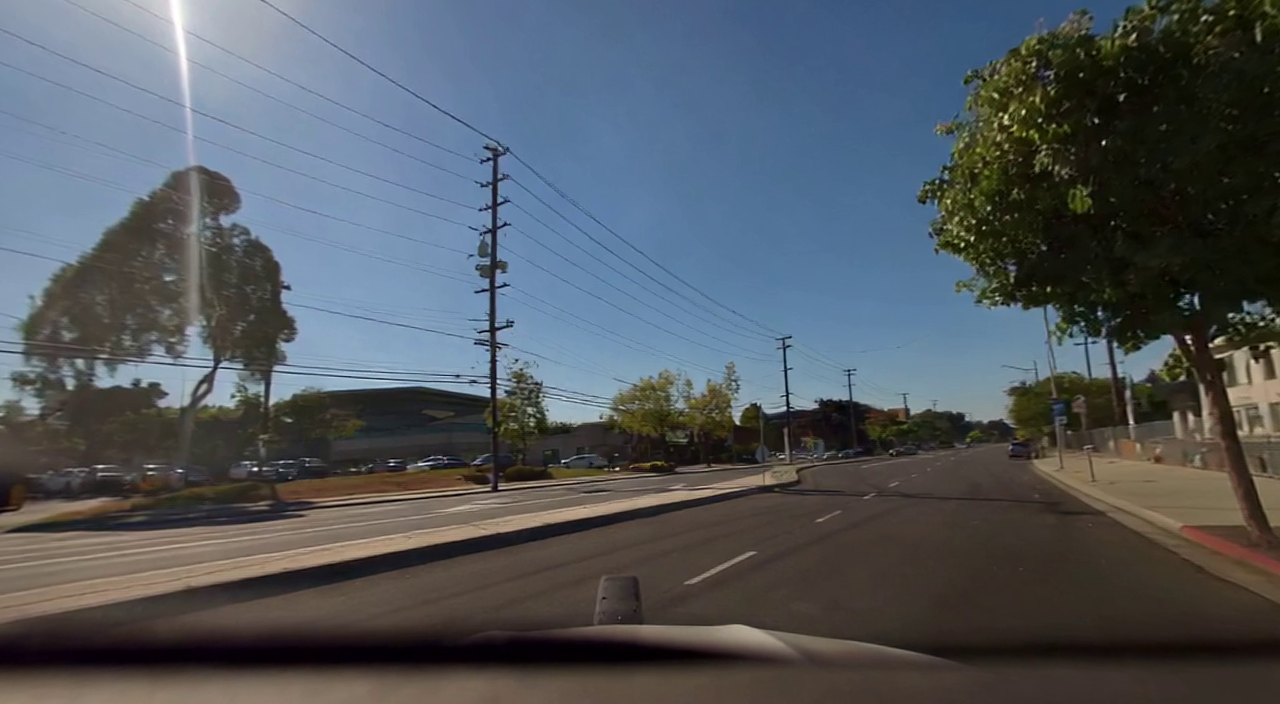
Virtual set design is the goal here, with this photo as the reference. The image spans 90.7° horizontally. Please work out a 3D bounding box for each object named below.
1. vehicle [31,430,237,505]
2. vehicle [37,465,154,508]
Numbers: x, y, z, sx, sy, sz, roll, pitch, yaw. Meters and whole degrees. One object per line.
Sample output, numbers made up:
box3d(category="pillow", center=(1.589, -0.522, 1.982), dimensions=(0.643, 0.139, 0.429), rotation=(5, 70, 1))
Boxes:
box3d(category="vehicle", center=(-28.256, 6.511, 35.322), dimensions=(11.101, 3.738, 2.966), rotation=(-5, -10, 17))
box3d(category="vehicle", center=(-27.151, 6.696, 31.600), dimensions=(4.467, 1.929, 2.134), rotation=(-3, -9, 15))
